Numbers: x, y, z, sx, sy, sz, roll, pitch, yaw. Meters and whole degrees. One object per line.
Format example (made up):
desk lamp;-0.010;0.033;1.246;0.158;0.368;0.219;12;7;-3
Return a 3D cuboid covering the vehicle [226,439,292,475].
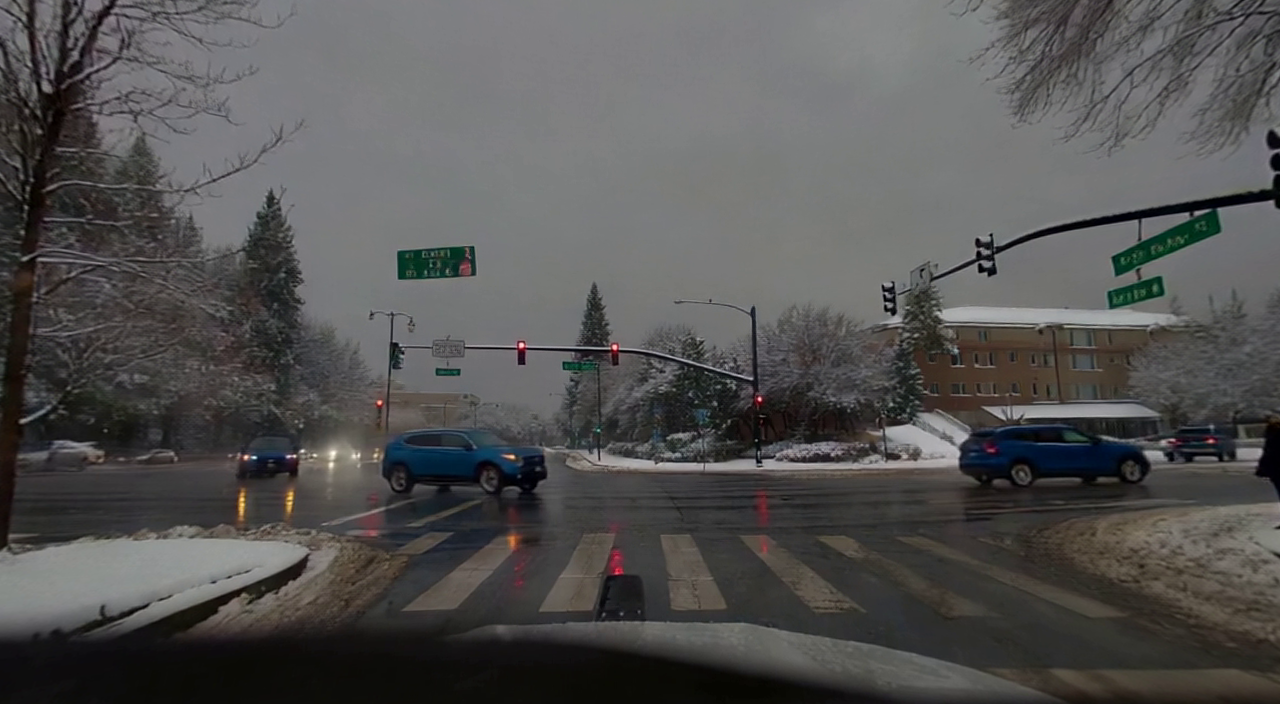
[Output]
vehicle;-17.595;4.836;29.368;2.007;1.540;4.312;3;-9;-23

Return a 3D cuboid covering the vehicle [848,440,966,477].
vehicle;11.614;4.628;27.578;4.317;1.491;1.896;1;-8;-10

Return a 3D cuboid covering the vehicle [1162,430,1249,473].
vehicle;24.803;4.362;27.892;2.156;1.719;4.780;-6;-10;34

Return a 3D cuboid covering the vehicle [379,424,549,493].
vehicle;-5.171;3.096;18.637;4.509;1.821;2.066;-4;-9;24

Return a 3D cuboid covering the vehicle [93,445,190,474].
vehicle;-27.349;5.859;34.854;1.881;1.469;4.415;0;-8;-3

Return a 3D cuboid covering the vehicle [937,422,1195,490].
vehicle;12.325;3.004;18.482;6.196;1.777;2.457;2;-9;-11

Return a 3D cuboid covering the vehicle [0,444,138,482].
vehicle;-23.351;4.531;26.071;2.099;1.407;3.941;0;-8;-3
